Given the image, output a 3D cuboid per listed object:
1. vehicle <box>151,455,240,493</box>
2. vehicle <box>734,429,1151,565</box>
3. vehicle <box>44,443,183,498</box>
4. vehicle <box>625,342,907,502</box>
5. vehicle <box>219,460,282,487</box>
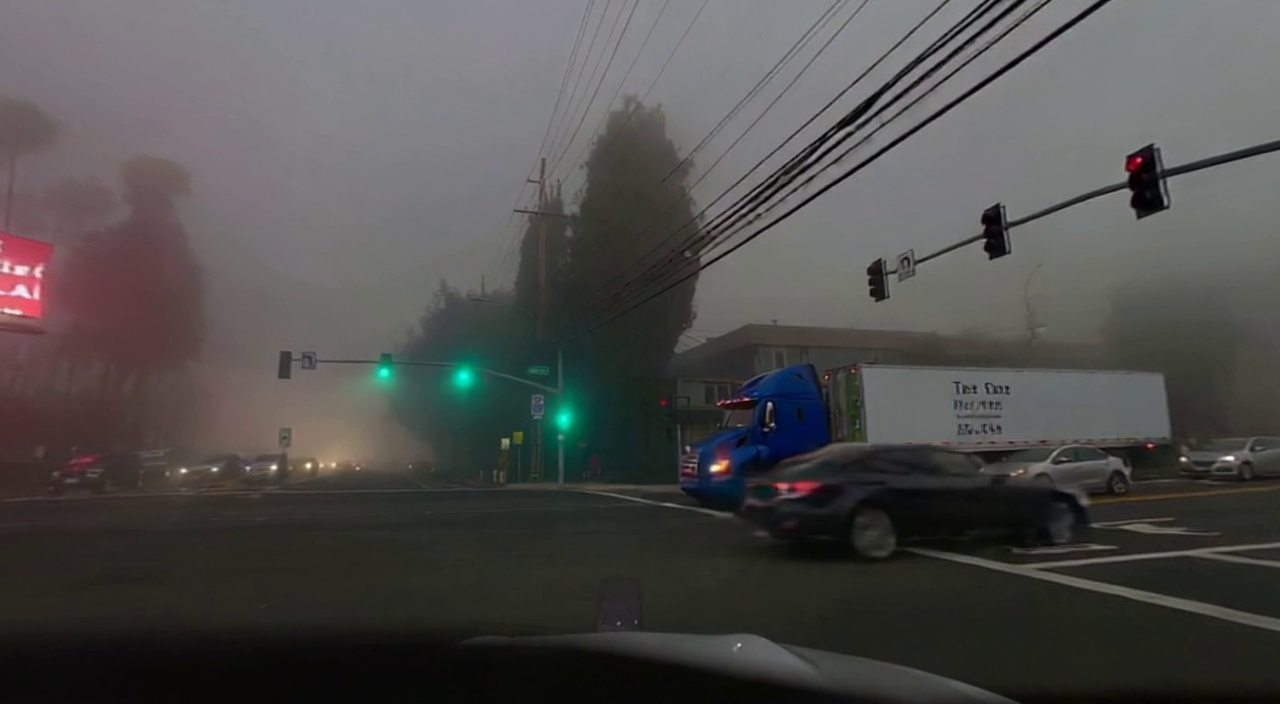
[{"bbox_3d":[-23.239,6.370,33.331,2.028,1.744,4.876,1,-9,-12],"label":"vehicle"},{"bbox_3d":[4.109,1.856,8.811,5.114,1.492,2.040,2,-9,-17],"label":"vehicle"},{"bbox_3d":[-27.747,6.213,33.775,2.989,2.573,6.053,1,-9,-11],"label":"vehicle"},{"bbox_3d":[3.873,2.251,20.008,8.167,4.352,3.029,2,-9,-18],"label":"vehicle"},{"bbox_3d":[-25.310,7.860,41.322,1.834,1.521,4.970,1,-9,-12],"label":"vehicle"}]
